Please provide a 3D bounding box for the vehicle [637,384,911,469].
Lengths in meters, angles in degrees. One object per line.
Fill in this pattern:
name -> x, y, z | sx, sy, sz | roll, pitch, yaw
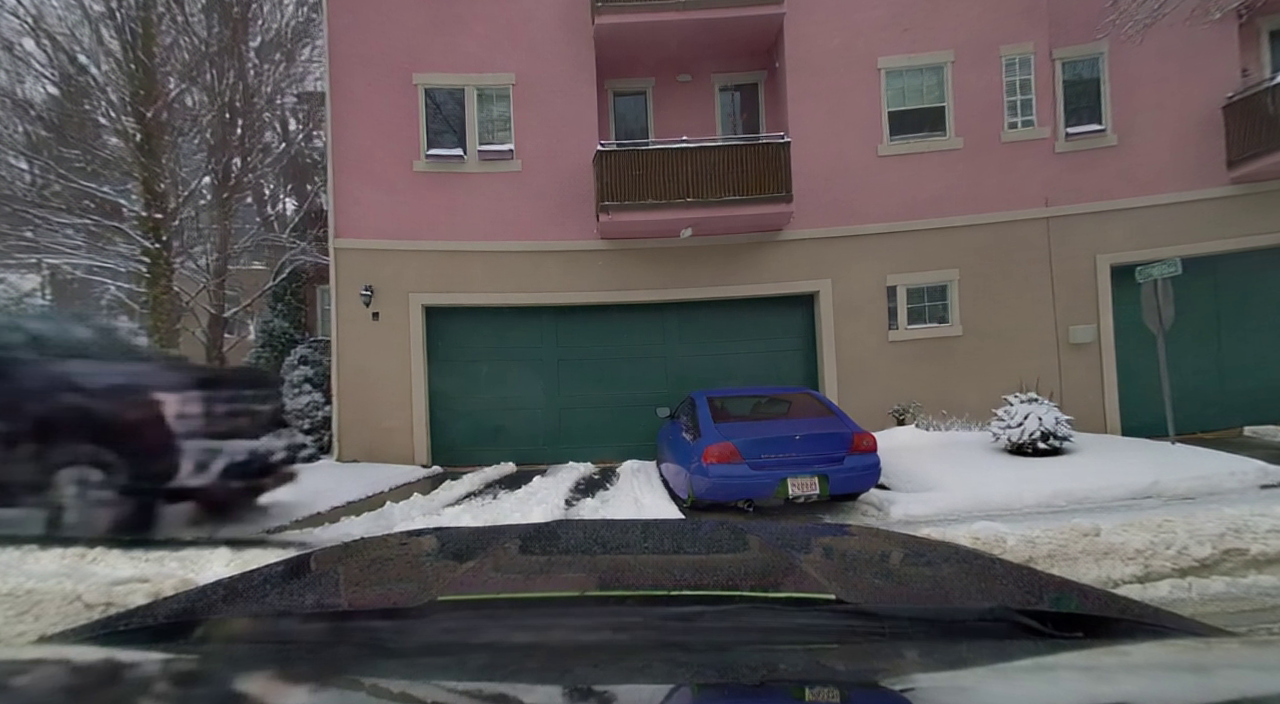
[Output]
vehicle -> 2.301, 1.417, 11.838 | 4.697, 1.444, 1.825 | 0, -8, -1

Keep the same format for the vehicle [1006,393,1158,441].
vehicle -> 15.783, 2.368, 22.679 | 3.905, 1.475, 2.057 | -2, -8, -2

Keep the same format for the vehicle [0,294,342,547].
vehicle -> -6.148, 0.669, 6.019 | 5.448, 1.974, 2.176 | 0, -8, 0
